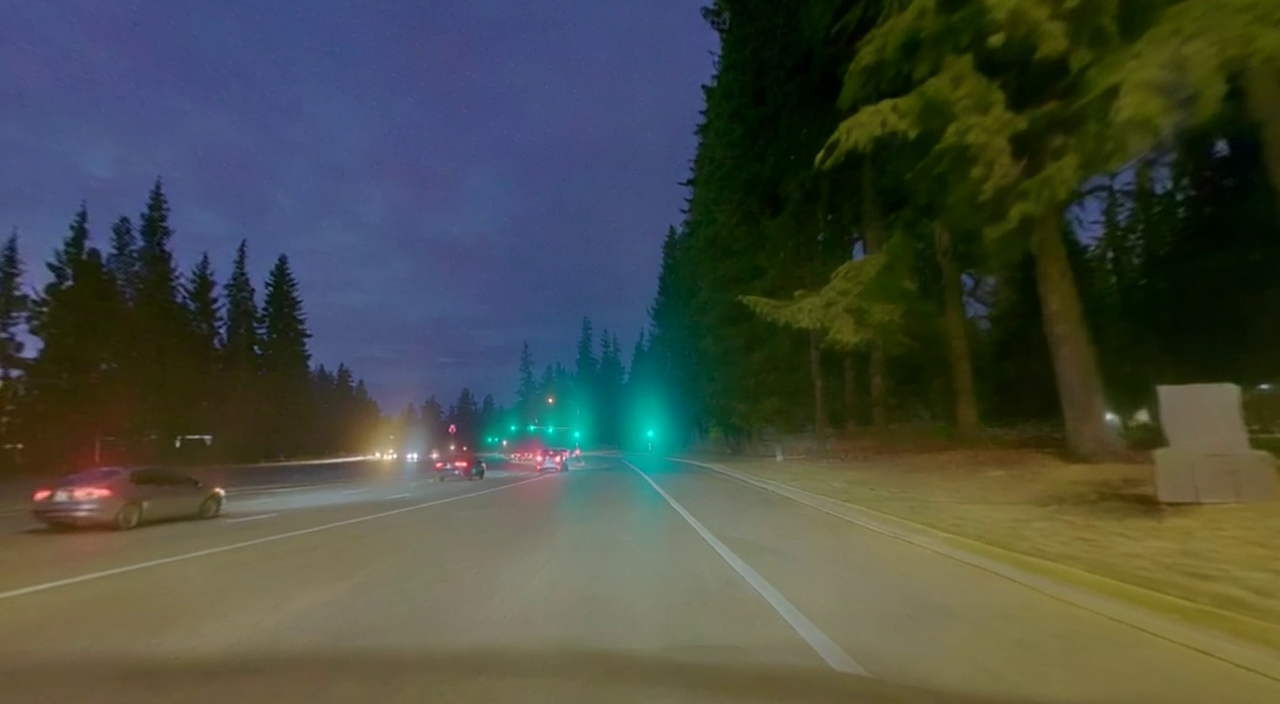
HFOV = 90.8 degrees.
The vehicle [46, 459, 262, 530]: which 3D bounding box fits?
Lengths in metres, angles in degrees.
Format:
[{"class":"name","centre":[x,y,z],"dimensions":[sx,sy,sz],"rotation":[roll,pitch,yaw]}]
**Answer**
[{"class":"vehicle","centre":[-12.413,3.625,16.631],"dimensions":[1.781,1.476,4.513],"rotation":[-1,-8,6]}]

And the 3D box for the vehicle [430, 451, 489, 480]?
[{"class":"vehicle","centre":[-10.505,6.629,37.179],"dimensions":[1.886,1.535,4.742],"rotation":[-1,-8,3]}]

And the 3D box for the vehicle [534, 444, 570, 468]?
[{"class":"vehicle","centre":[-6.646,7.927,48.303],"dimensions":[2.049,1.699,4.860],"rotation":[0,-8,1]}]
